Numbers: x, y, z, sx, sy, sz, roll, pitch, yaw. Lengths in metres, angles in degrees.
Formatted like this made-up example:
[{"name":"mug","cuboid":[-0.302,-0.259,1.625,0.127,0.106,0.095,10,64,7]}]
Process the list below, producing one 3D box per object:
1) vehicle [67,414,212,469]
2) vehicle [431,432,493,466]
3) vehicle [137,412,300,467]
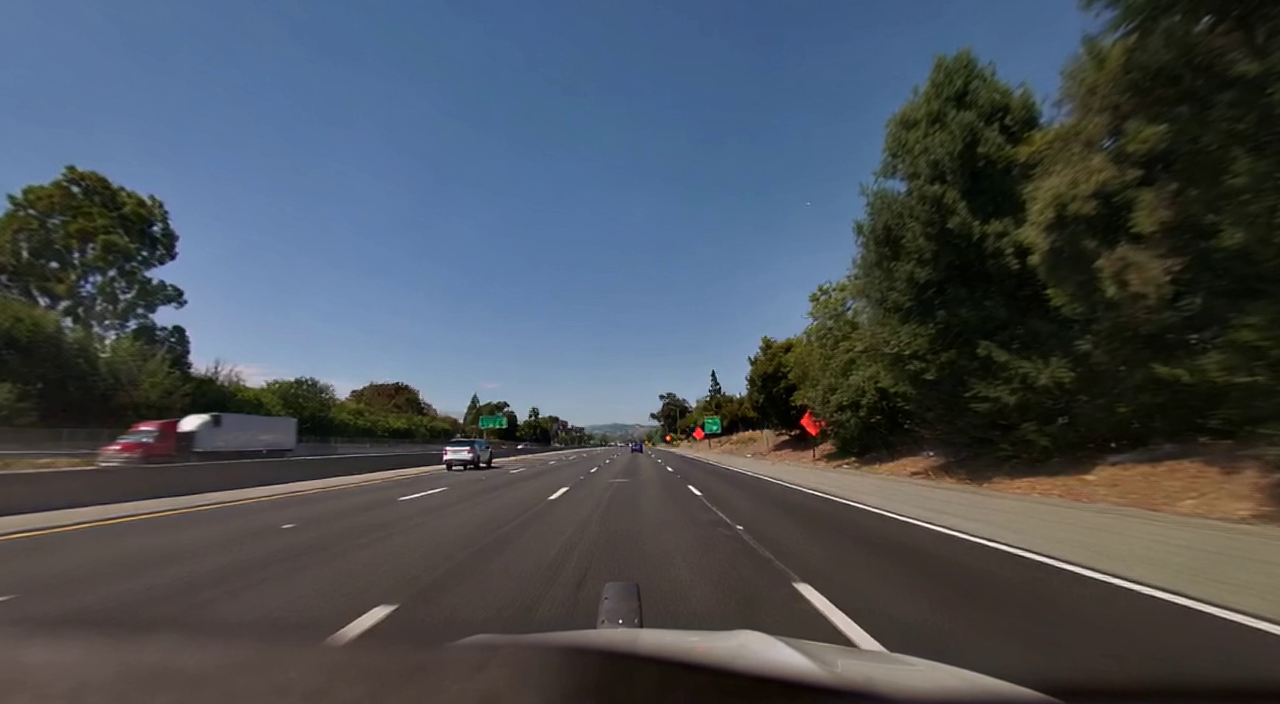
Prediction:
[{"name":"vehicle","cuboid":[-29.279,5.334,37.417,2.959,2.955,6.625,0,-9,1]},{"name":"vehicle","cuboid":[-10.861,5.956,39.016,2.270,1.936,5.190,0,-8,1]},{"name":"vehicle","cuboid":[-29.314,6.311,45.172,2.739,3.327,12.941,0,-8,0]}]
